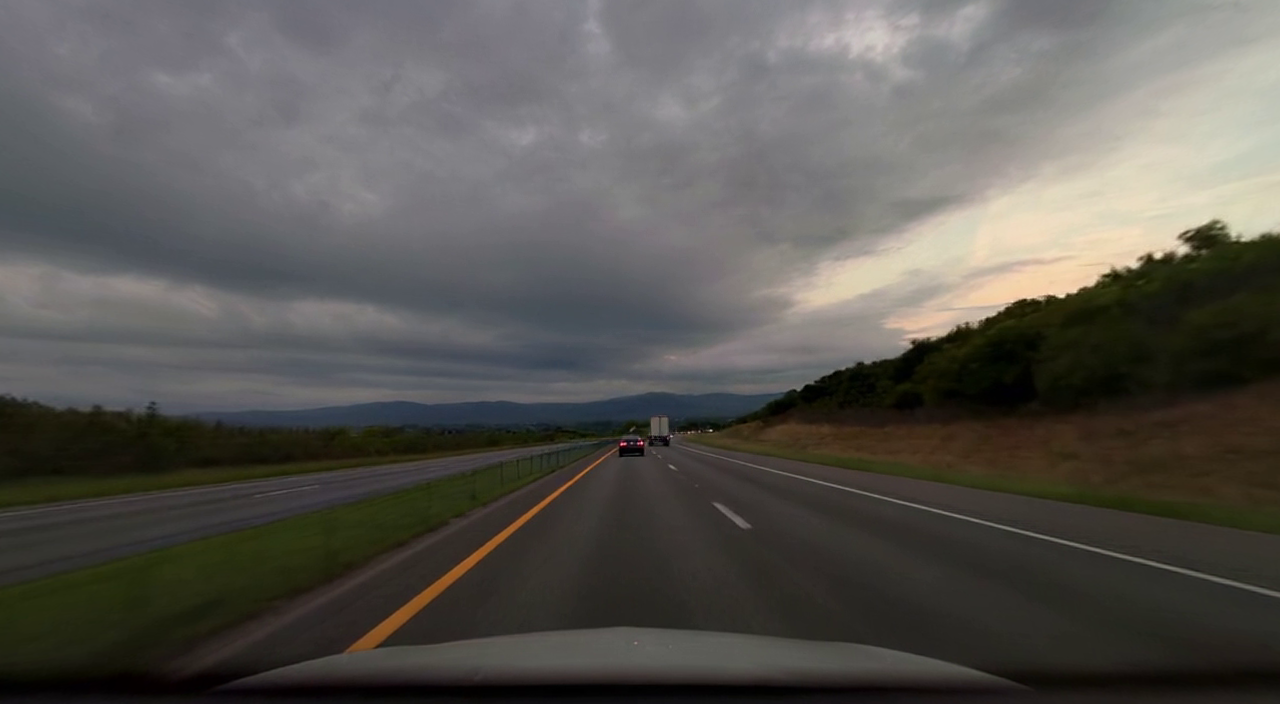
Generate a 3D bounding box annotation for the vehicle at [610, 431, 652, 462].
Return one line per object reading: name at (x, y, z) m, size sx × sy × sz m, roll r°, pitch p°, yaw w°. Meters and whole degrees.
vehicle at (-0.506, 5.274, 35.214) m, size 2.216 × 1.623 × 4.220 m, roll 0°, pitch -8°, yaw -1°
